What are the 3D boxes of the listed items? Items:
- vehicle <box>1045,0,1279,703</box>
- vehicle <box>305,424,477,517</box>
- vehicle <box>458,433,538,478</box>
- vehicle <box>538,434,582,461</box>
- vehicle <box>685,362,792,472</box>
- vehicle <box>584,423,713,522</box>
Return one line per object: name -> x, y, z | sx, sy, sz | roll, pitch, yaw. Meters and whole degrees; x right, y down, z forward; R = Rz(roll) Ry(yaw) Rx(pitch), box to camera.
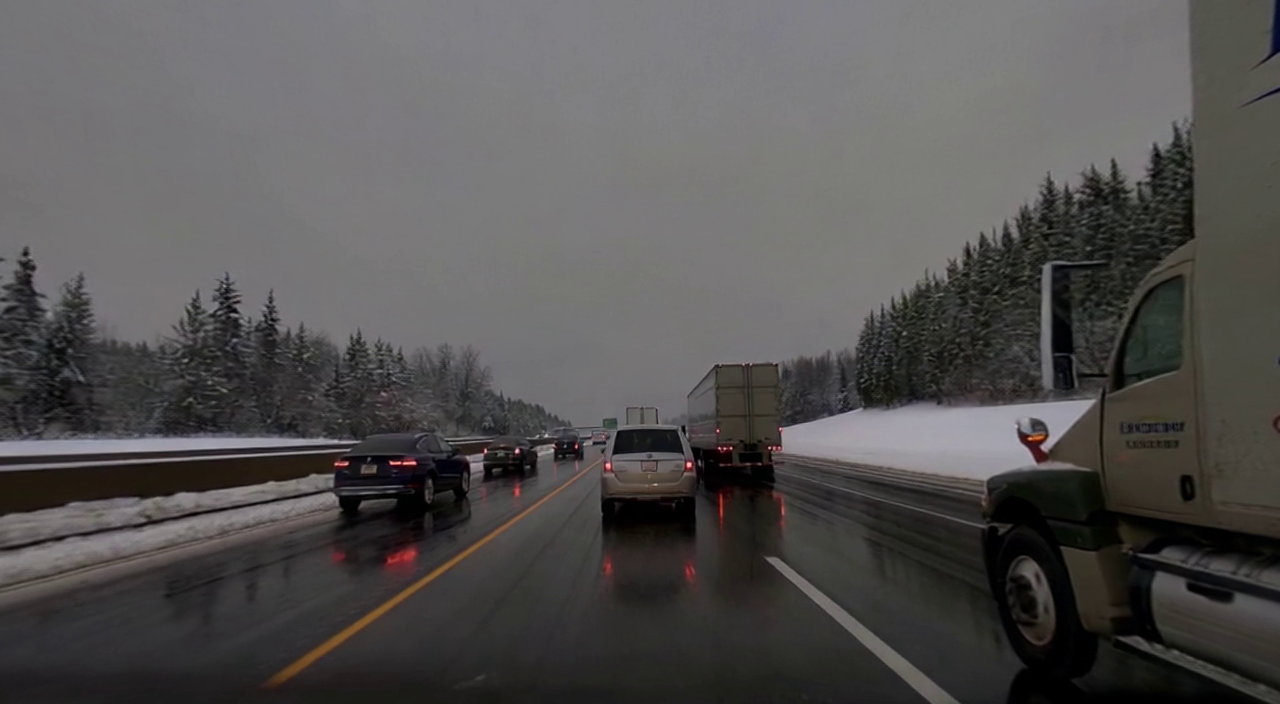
vehicle -> 3.867, -0.291, 0.435 | 2.982, 3.860, 6.011 | 0, -8, 0
vehicle -> -4.618, 2.218, 12.343 | 1.821, 1.514, 3.677 | 0, -8, 0
vehicle -> -5.004, 3.671, 22.813 | 1.880, 1.458, 3.978 | 0, -8, 1
vehicle -> -4.596, 5.534, 36.747 | 1.887, 1.493, 4.411 | 0, -8, 1
vehicle -> 4.200, 3.355, 30.760 | 2.892, 4.101, 14.252 | 0, -8, 0
vehicle -> 0.131, 2.097, 11.529 | 1.973, 1.505, 3.568 | 0, -8, 0
